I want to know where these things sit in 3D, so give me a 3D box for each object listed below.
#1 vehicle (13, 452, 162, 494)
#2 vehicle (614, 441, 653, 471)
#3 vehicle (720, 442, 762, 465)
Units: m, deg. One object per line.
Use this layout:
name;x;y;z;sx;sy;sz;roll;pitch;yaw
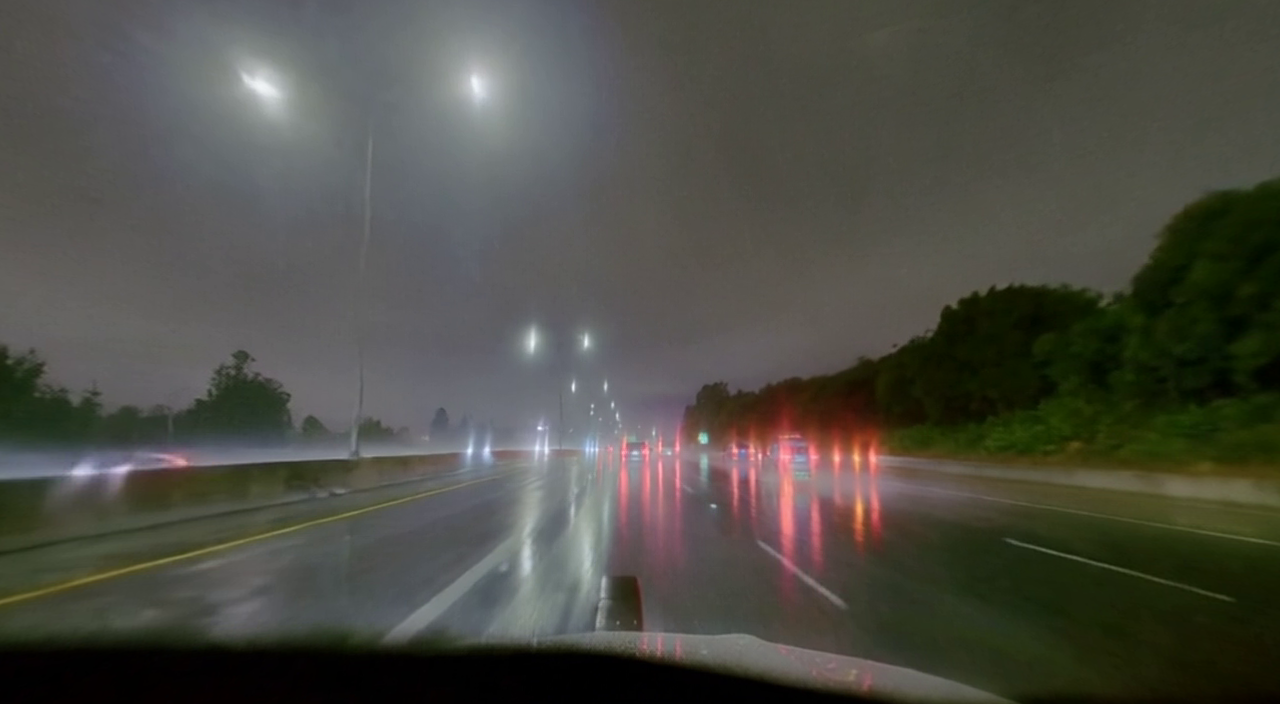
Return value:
vehicle;-22.014;4.799;25.503;1.939;1.456;4.659;0;-9;-3
vehicle;-0.382;5.582;34.087;1.985;1.457;4.227;0;-9;-1
vehicle;6.752;6.828;42.580;1.935;1.478;4.433;0;-9;-2
